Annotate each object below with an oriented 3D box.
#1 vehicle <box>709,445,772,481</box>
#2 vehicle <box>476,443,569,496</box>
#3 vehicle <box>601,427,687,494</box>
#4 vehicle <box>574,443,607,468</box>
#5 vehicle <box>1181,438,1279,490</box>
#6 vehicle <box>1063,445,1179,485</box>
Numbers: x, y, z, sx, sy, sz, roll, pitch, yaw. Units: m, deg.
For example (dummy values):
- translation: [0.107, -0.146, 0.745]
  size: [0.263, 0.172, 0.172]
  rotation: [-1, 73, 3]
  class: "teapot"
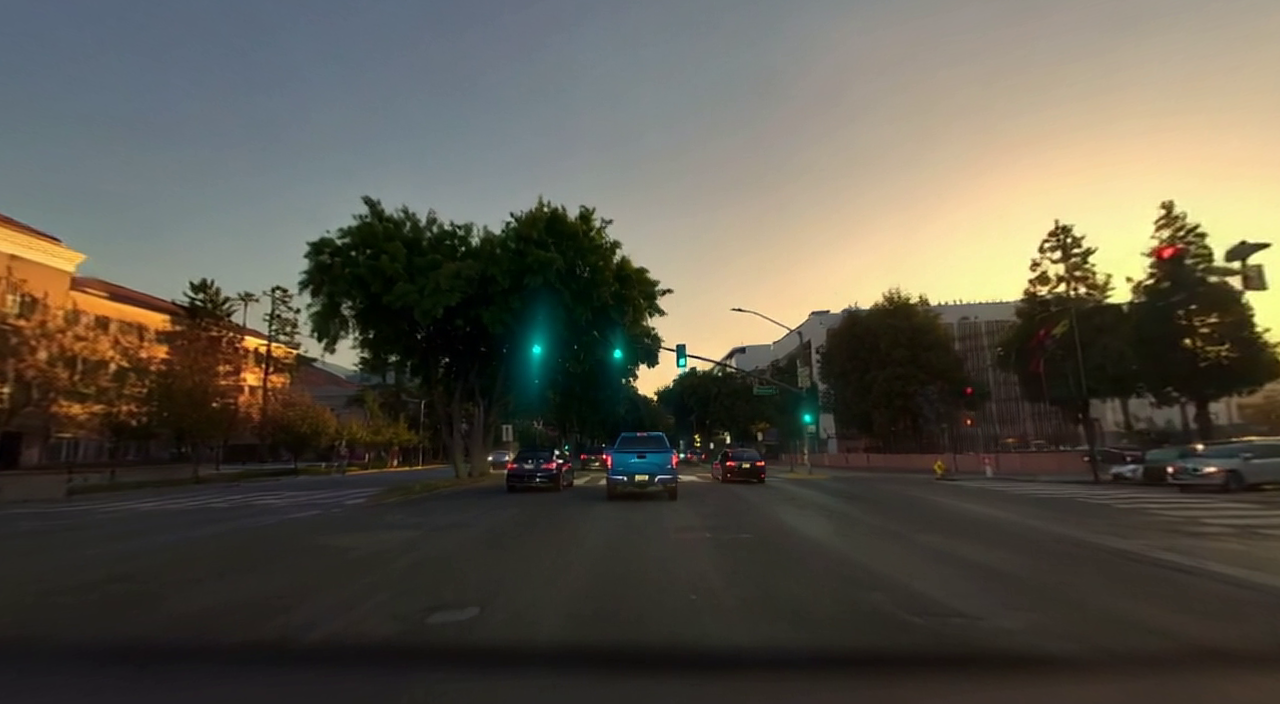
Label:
- translation: [4.398, 4.894, 28.162]
  size: [1.968, 1.472, 4.456]
  rotation: [0, -8, -1]
  class: "vehicle"
- translation: [-3.548, 3.632, 19.938]
  size: [1.986, 1.465, 4.509]
  rotation: [0, -8, 1]
  class: "vehicle"
- translation: [0.133, 3.522, 20.827]
  size: [2.493, 1.934, 4.957]
  rotation: [0, -8, 0]
  class: "vehicle"
- translation: [-3.549, 7.488, 45.897]
  size: [2.018, 1.700, 4.142]
  rotation: [0, -8, 0]
  class: "vehicle"
- translation: [23.092, 4.152, 23.806]
  size: [4.786, 1.777, 2.248]
  rotation: [4, -9, -27]
  class: "vehicle"
- translation: [19.920, 4.624, 26.061]
  size: [4.417, 1.492, 1.943]
  rotation: [4, -9, -26]
  class: "vehicle"
